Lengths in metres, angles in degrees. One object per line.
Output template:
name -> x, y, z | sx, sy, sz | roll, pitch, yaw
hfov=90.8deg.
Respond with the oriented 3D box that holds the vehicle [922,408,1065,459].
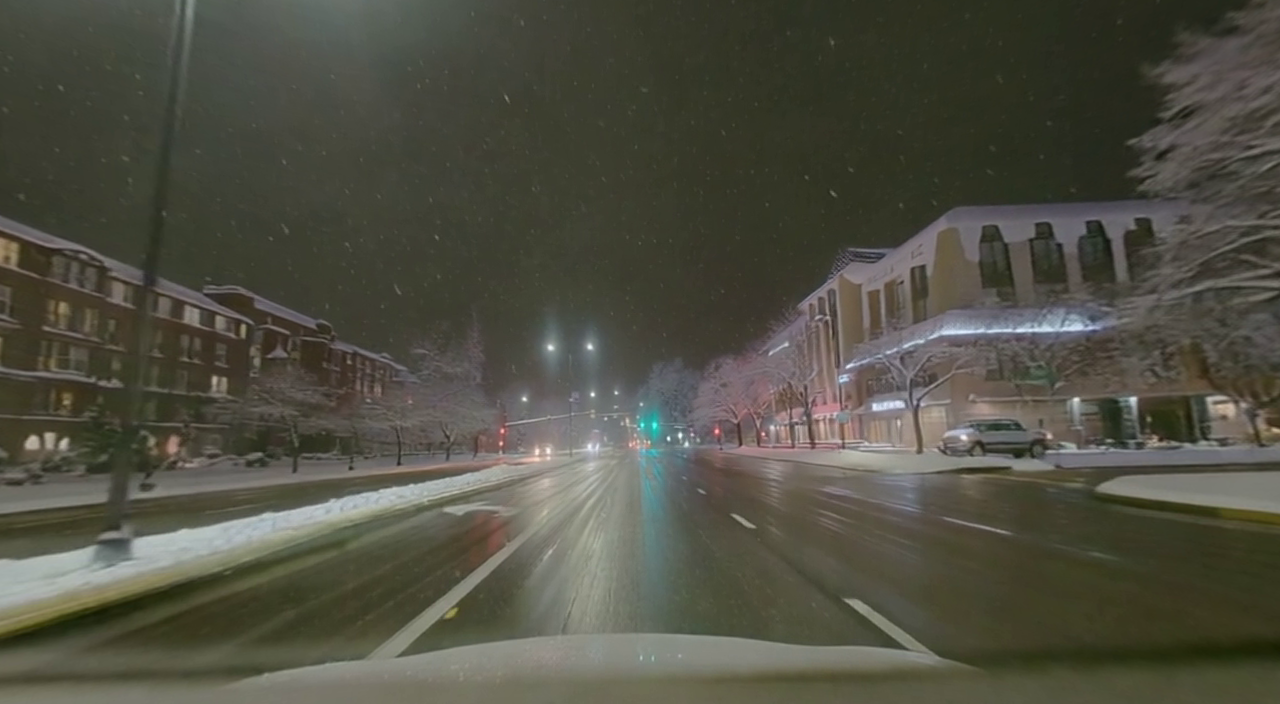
vehicle -> 19.642, 4.585, 35.356 | 6.543, 2.736, 2.324 | 0, -9, -2
